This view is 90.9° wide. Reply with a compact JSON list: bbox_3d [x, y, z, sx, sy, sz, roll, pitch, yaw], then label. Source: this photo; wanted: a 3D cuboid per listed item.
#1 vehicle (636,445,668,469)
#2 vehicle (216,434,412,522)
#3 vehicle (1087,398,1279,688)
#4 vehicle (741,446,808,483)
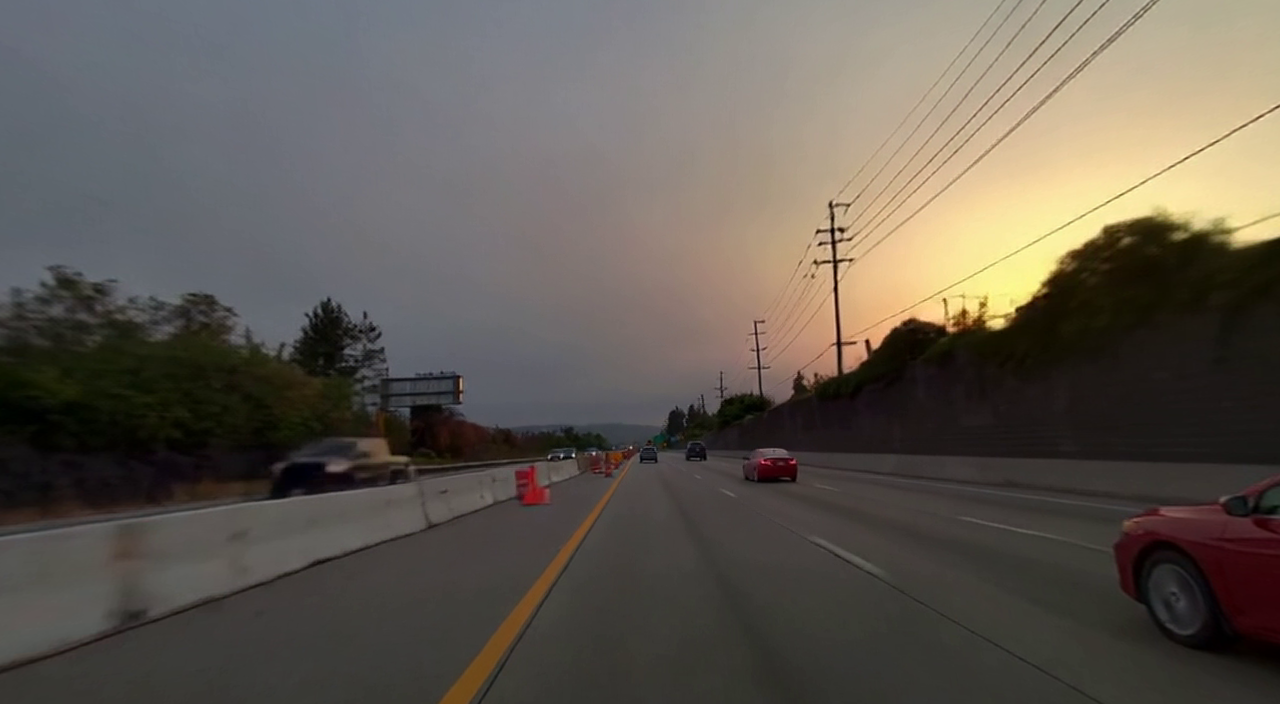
[{"bbox_3d":[0.806,7.386,44.561,2.096,1.583,4.150,0,-8,0],"label":"vehicle"},{"bbox_3d":[-7.597,2.917,15.412,2.176,1.763,4.720,0,-7,2],"label":"vehicle"},{"bbox_3d":[4.481,0.912,2.574,1.997,1.568,4.529,0,-8,1],"label":"vehicle"},{"bbox_3d":[5.592,4.686,26.681,1.881,1.409,4.016,0,-8,-1],"label":"vehicle"}]
